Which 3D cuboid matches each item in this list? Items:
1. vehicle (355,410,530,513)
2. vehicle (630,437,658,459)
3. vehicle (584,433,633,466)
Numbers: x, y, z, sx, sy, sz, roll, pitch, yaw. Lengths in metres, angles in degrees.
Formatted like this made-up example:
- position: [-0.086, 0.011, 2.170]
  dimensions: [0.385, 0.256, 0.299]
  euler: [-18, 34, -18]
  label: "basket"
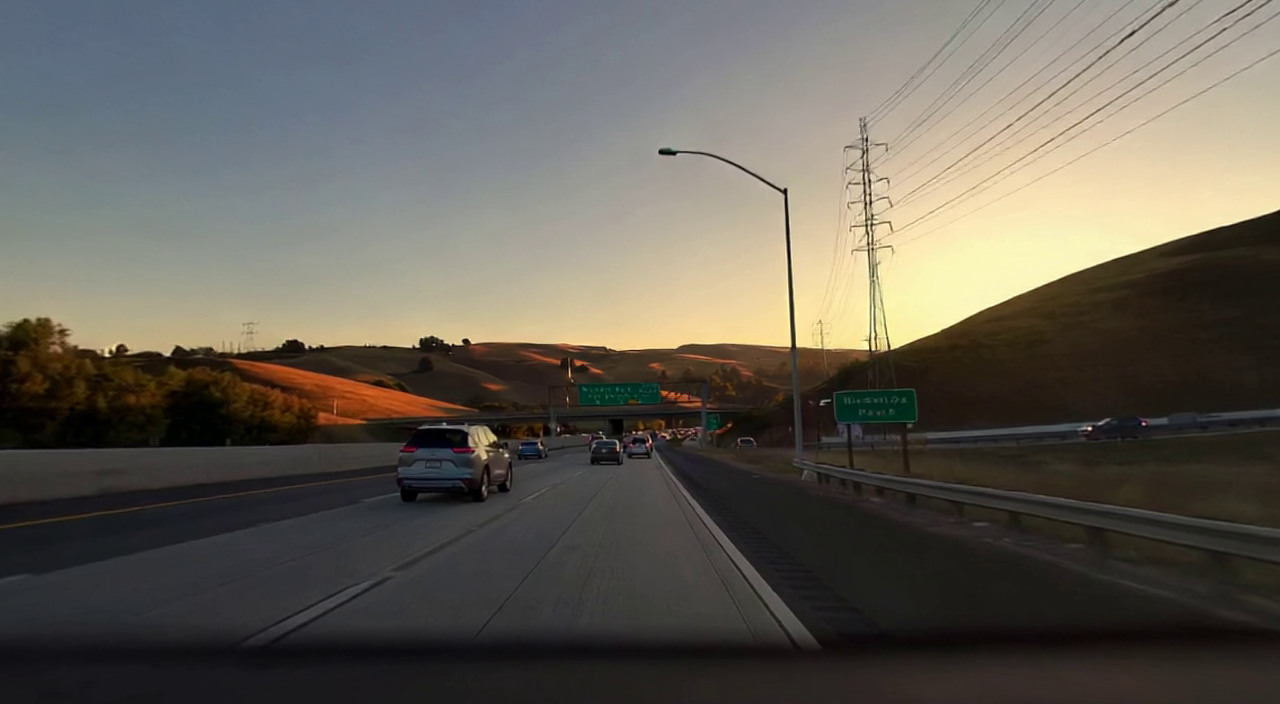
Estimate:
- position: [-3.989, 2.332, 13.838]
  dimensions: [2.228, 1.845, 4.847]
  euler: [0, -8, 1]
  label: "vehicle"
- position: [0.280, 6.738, 44.123]
  dimensions: [1.855, 1.450, 3.716]
  euler: [0, -8, 1]
  label: "vehicle"
- position: [-1.645, 5.346, 34.624]
  dimensions: [2.193, 1.651, 3.946]
  euler: [-1, -8, 5]
  label: "vehicle"
